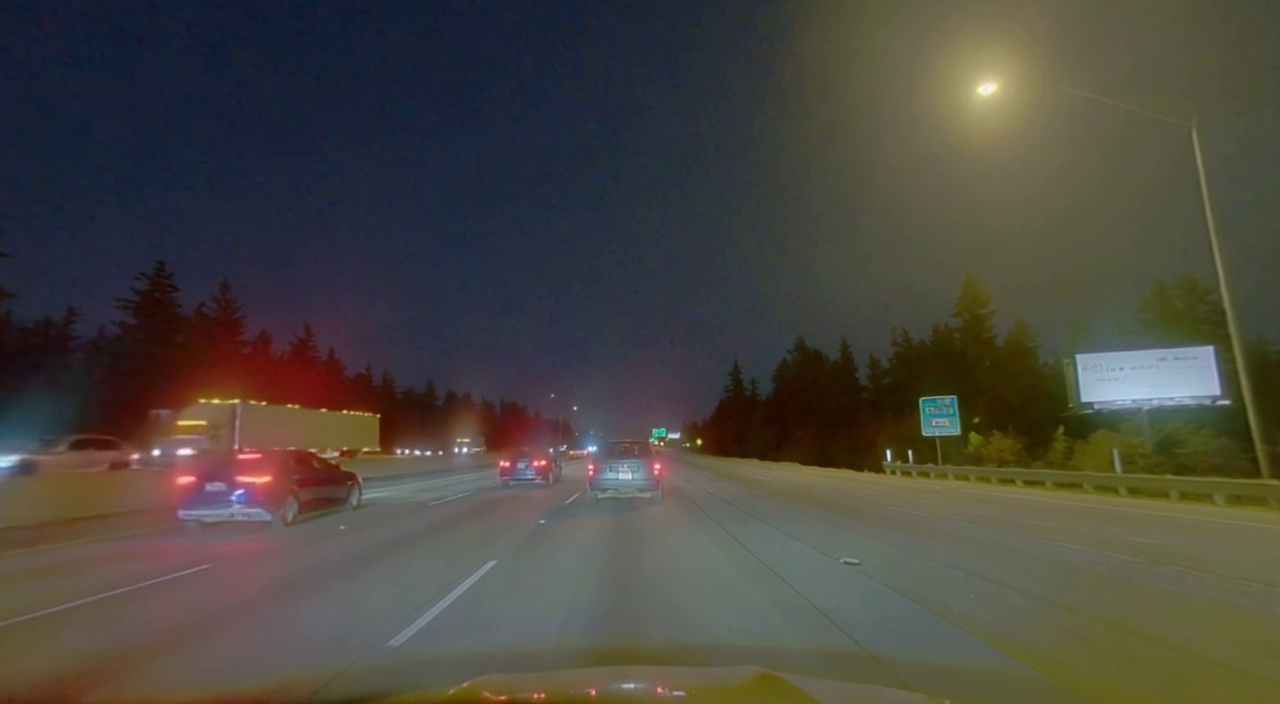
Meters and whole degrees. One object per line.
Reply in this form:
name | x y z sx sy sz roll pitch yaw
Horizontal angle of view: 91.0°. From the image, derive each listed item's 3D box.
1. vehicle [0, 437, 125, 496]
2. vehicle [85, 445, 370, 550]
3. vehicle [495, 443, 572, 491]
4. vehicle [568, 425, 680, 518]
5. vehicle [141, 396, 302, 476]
vehicle | -18.833 3.462 19.353 1.859 1.624 4.863 0 -9 0
vehicle | -6.911 2.437 11.398 1.892 1.468 4.792 0 -9 0
vehicle | -3.627 3.994 22.320 1.889 1.522 4.465 0 -9 1
vehicle | -0.319 2.640 14.467 2.127 1.749 4.776 0 -9 0
vehicle | -22.905 4.771 35.332 3.063 3.879 8.695 0 -9 -1
